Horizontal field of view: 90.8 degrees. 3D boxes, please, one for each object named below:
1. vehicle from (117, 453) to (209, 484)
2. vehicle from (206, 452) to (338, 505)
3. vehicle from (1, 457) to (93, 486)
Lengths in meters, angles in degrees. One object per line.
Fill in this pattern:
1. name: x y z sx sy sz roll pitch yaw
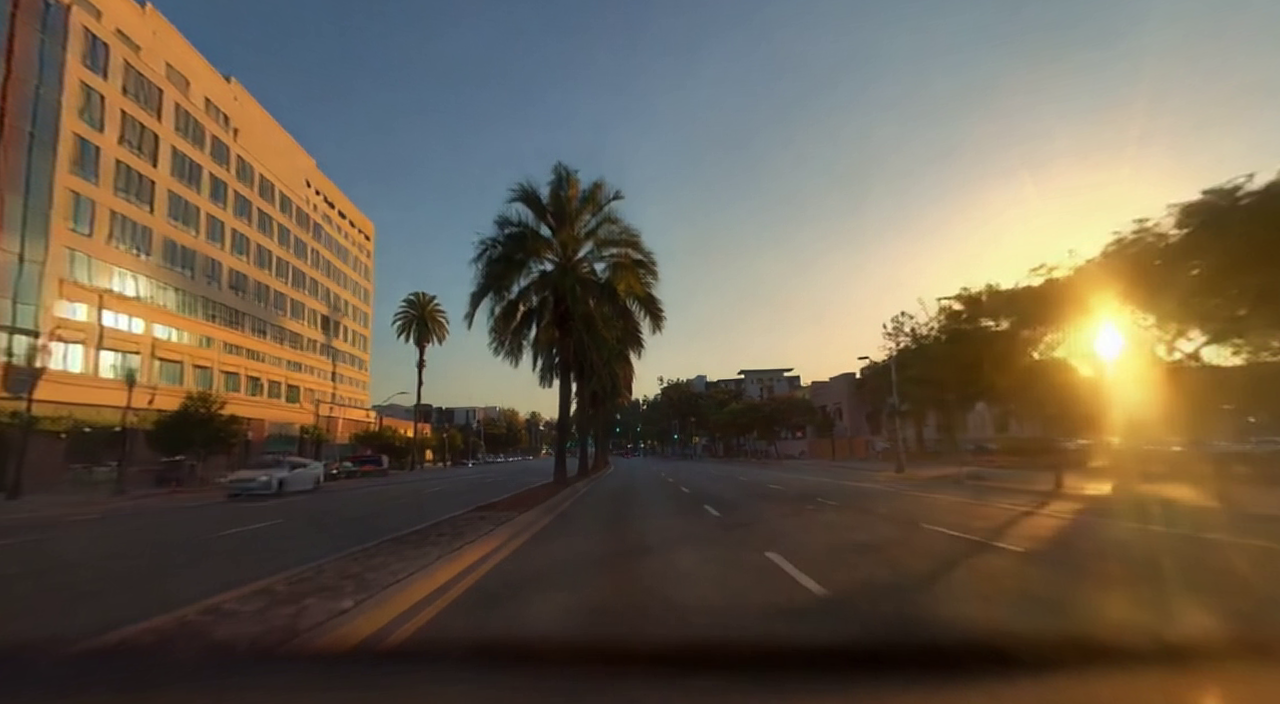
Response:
1. vehicle: -32.432 7.914 43.045 4.404 1.866 2.130 -1 -9 -3
2. vehicle: -12.884 4.411 22.526 2.036 1.590 4.495 0 -8 -1
3. vehicle: -37.585 7.546 40.117 3.784 1.690 1.899 -1 -8 -2
